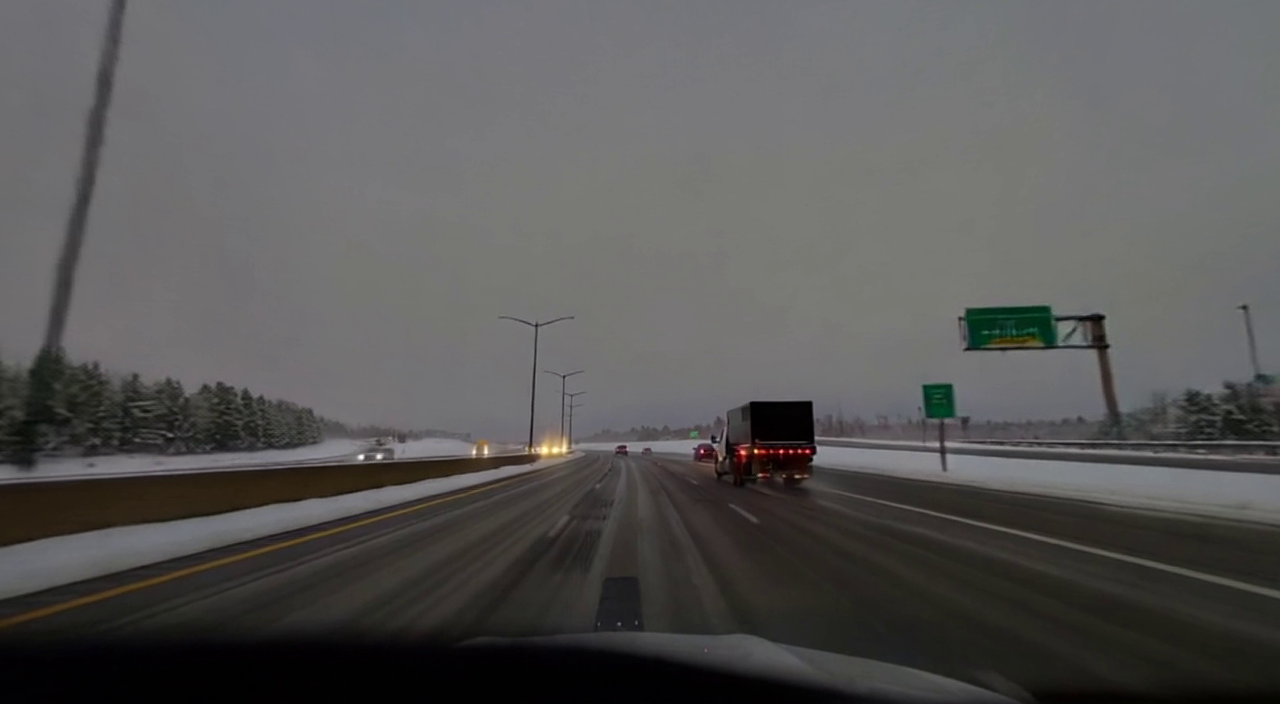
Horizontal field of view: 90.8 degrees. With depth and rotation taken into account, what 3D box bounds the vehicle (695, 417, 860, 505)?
[{"bbox_3d":[3.580,3.142,18.795,2.981,2.053,7.897,0,-9,-1],"label":"vehicle"}]
